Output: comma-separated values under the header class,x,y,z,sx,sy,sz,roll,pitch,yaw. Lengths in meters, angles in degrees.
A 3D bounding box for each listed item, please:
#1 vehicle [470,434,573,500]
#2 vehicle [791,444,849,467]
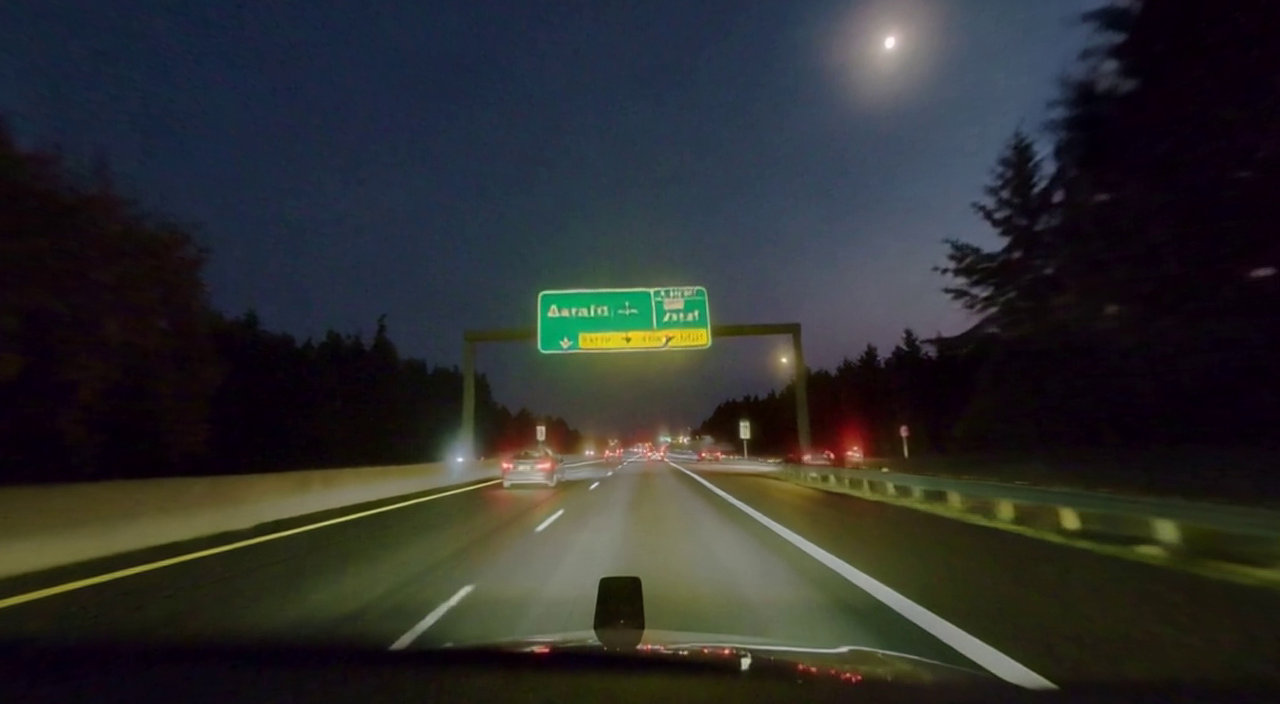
class,x,y,z,sx,sy,sz,roll,pitch,yaw
vehicle,-3.200,3.212,18.002,2.037,1.638,4.274,0,-8,1
vehicle,13.590,7.833,47.827,2.021,1.639,4.203,3,-9,-22
